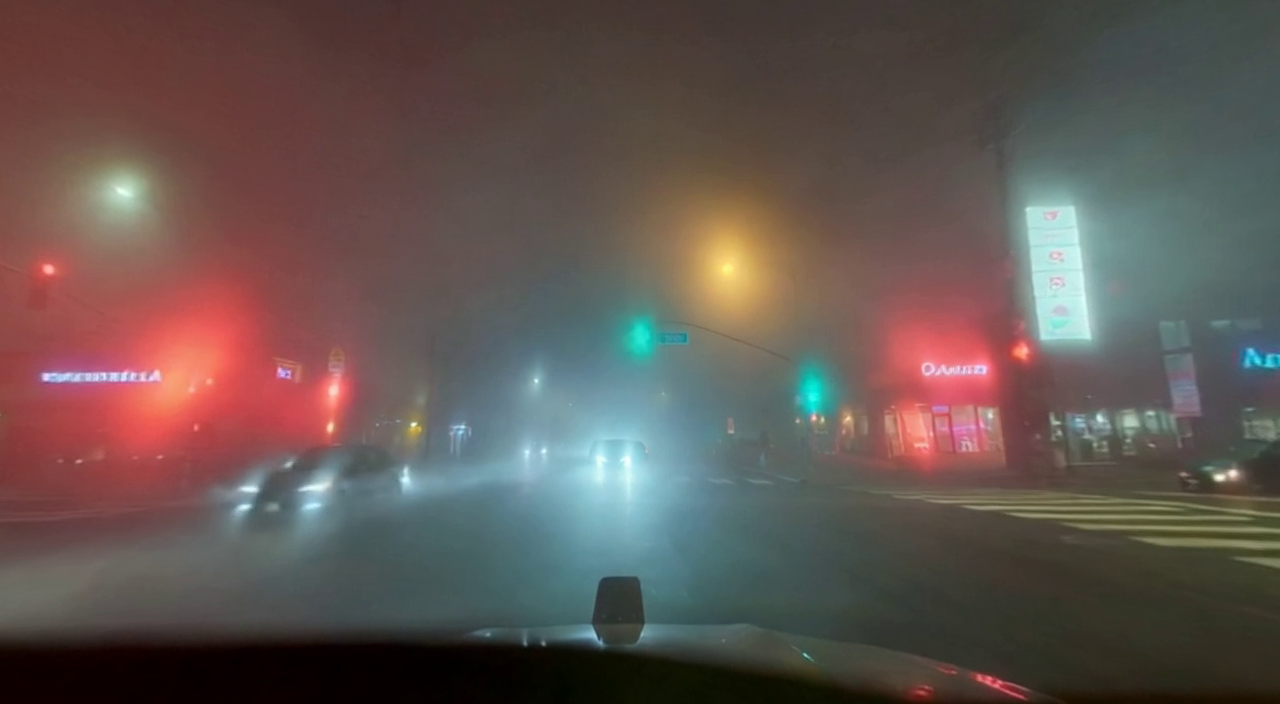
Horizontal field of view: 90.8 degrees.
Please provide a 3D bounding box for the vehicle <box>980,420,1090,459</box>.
[{"bbox_3d":[16.789,3.771,27.143,1.850,1.509,4.297,0,-9,-1],"label":"vehicle"}]

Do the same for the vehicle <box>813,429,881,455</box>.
[{"bbox_3d":[11.486,5.075,35.356,2.598,1.299,3.611,-1,-10,0],"label":"vehicle"}]

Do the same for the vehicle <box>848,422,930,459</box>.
[{"bbox_3d":[11.562,4.188,29.671,1.899,1.550,4.531,-1,-9,-1],"label":"vehicle"}]

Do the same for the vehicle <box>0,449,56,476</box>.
[{"bbox_3d":[-40.413,7.202,40.825,1.615,1.455,3.501,-8,-5,27],"label":"vehicle"}]

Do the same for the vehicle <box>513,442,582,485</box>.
[{"bbox_3d":[-3.450,4.251,24.411,1.921,1.491,4.332,0,-9,1],"label":"vehicle"}]

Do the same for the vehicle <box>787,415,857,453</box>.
[{"bbox_3d":[11.448,5.300,40.222,2.652,2.045,5.359,-3,-9,-1],"label":"vehicle"}]

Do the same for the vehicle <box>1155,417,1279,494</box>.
[{"bbox_3d":[15.962,2.514,15.564,4.583,1.741,2.117,-1,-9,1],"label":"vehicle"}]

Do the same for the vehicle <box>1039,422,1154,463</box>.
[{"bbox_3d":[19.363,3.818,27.048,1.865,1.473,3.989,1,-5,-3],"label":"vehicle"}]

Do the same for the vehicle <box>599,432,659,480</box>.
[{"bbox_3d":[-0.477,4.316,26.280,2.264,1.798,4.531,0,-9,-1],"label":"vehicle"}]

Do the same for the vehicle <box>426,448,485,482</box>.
[{"bbox_3d":[-9.331,5.734,32.269,1.866,1.541,3.953,-2,-9,0],"label":"vehicle"}]

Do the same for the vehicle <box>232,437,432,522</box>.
[{"bbox_3d":[-6.373,2.688,13.863,2.032,1.508,4.661,0,-9,0],"label":"vehicle"}]

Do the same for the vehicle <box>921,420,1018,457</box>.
[{"bbox_3d":[14.258,3.833,27.664,1.797,1.443,4.451,-1,-9,-1],"label":"vehicle"}]
